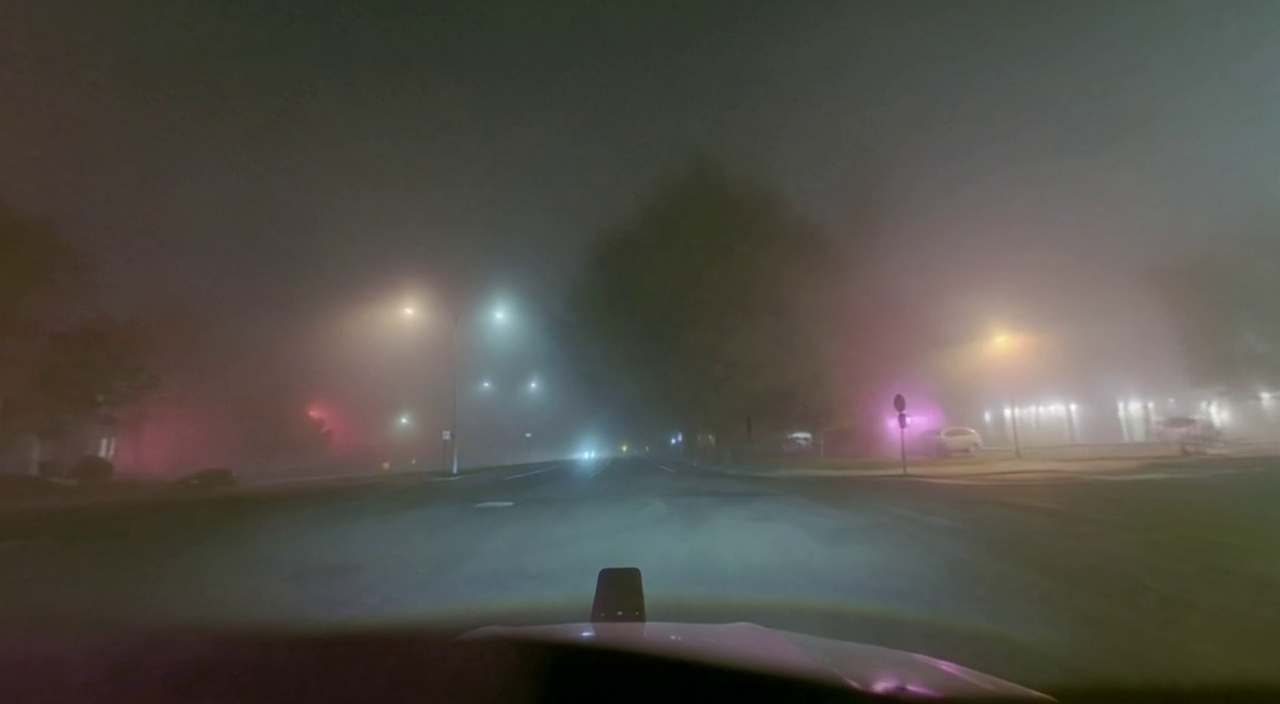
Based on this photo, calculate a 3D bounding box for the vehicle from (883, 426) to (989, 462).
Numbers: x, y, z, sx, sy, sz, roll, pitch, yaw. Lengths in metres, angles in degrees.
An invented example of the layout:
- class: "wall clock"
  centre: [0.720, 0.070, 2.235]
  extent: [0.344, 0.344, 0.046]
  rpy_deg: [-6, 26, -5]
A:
- class: "vehicle"
  centre: [15.024, 4.669, 32.228]
  extent: [4.268, 1.589, 2.156]
  rpy_deg: [-2, -8, -6]

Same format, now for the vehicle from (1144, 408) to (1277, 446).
- class: "vehicle"
  centre: [29.896, 3.982, 33.201]
  extent: [4.934, 1.910, 2.165]
  rpy_deg: [0, -9, -3]

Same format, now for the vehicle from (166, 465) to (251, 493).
- class: "vehicle"
  centre: [-26.156, 7.678, 38.492]
  extent: [1.828, 1.448, 4.689]
  rpy_deg: [0, -9, 1]
